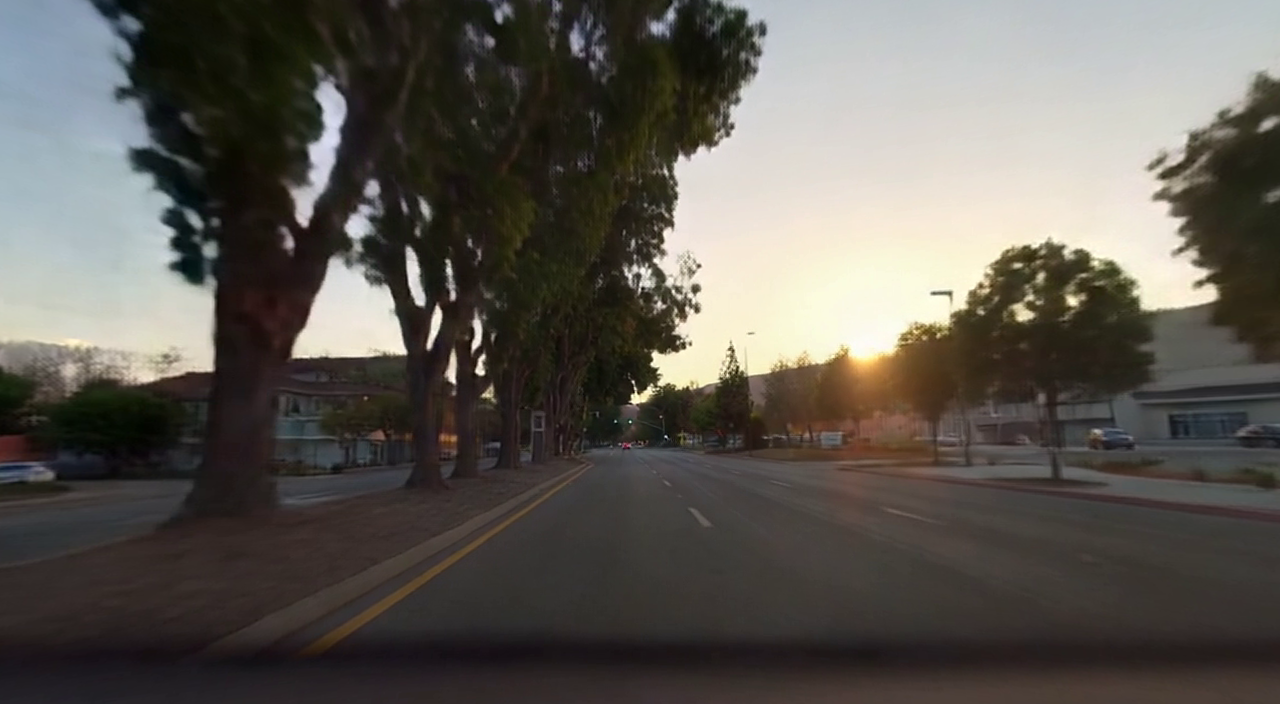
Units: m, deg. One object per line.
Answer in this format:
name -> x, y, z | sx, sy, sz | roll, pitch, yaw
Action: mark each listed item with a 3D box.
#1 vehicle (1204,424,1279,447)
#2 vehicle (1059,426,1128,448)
vehicle -> 40.927, 5.634, 42.316 | 1.816, 1.472, 4.822 | 0, -9, 0
vehicle -> 35.066, 6.642, 49.024 | 1.886, 1.548, 4.605 | 0, -9, -1
